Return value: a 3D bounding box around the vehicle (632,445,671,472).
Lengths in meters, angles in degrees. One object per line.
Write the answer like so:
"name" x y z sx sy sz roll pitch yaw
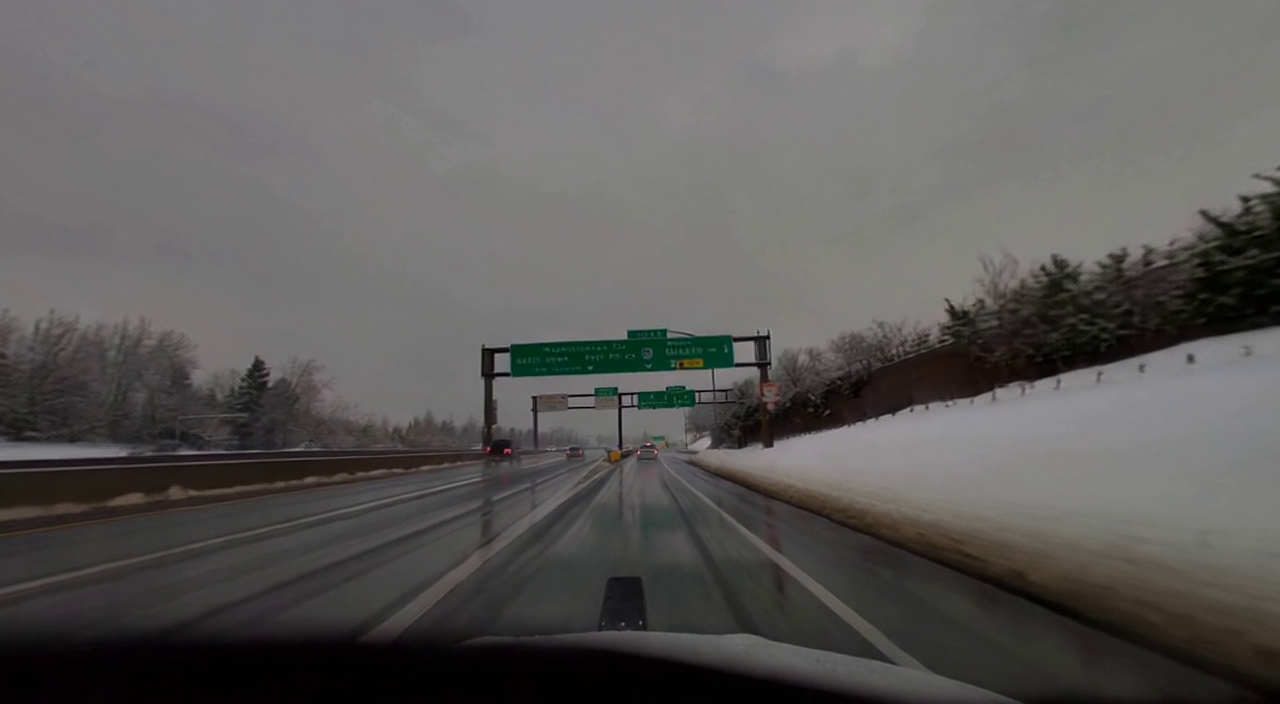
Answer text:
"vehicle" 0.611 6.103 36.442 2.137 1.461 3.999 0 -8 0
